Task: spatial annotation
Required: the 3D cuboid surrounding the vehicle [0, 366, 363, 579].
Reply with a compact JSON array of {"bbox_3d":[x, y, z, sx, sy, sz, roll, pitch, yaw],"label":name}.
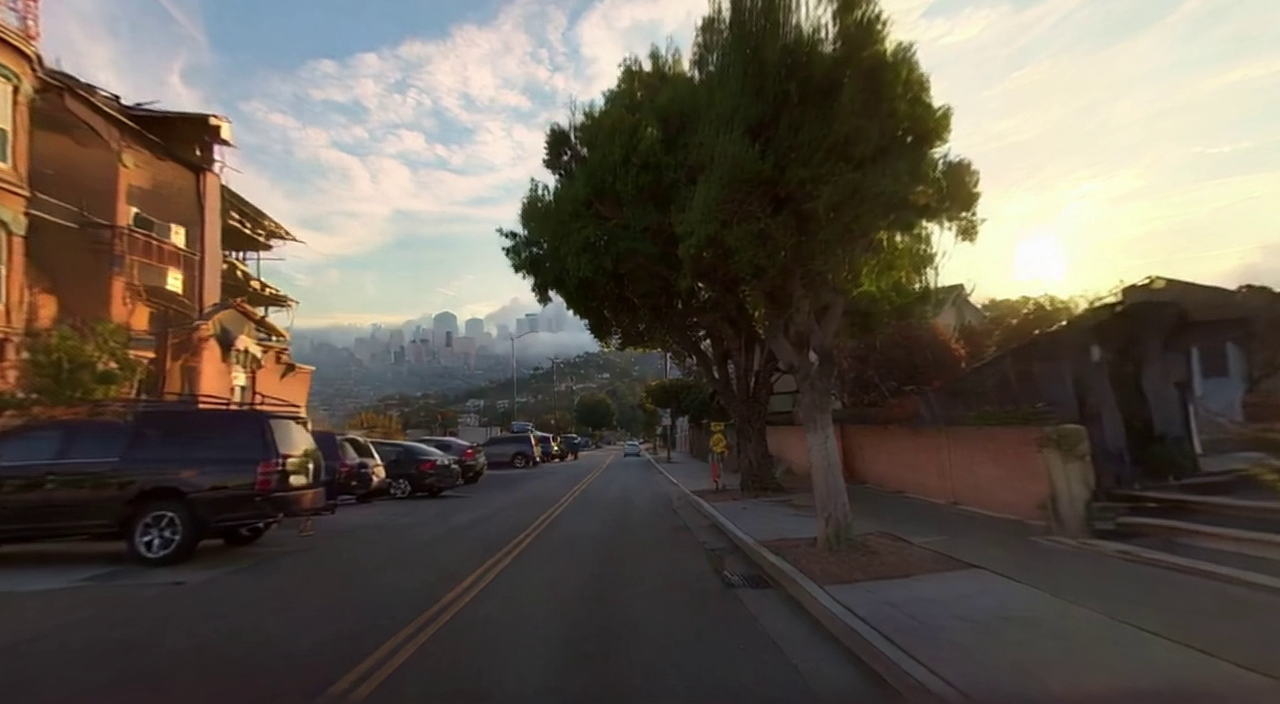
[{"bbox_3d":[-7.196,1.566,8.621,5.592,2.439,2.515,0,-9,-1],"label":"vehicle"}]
